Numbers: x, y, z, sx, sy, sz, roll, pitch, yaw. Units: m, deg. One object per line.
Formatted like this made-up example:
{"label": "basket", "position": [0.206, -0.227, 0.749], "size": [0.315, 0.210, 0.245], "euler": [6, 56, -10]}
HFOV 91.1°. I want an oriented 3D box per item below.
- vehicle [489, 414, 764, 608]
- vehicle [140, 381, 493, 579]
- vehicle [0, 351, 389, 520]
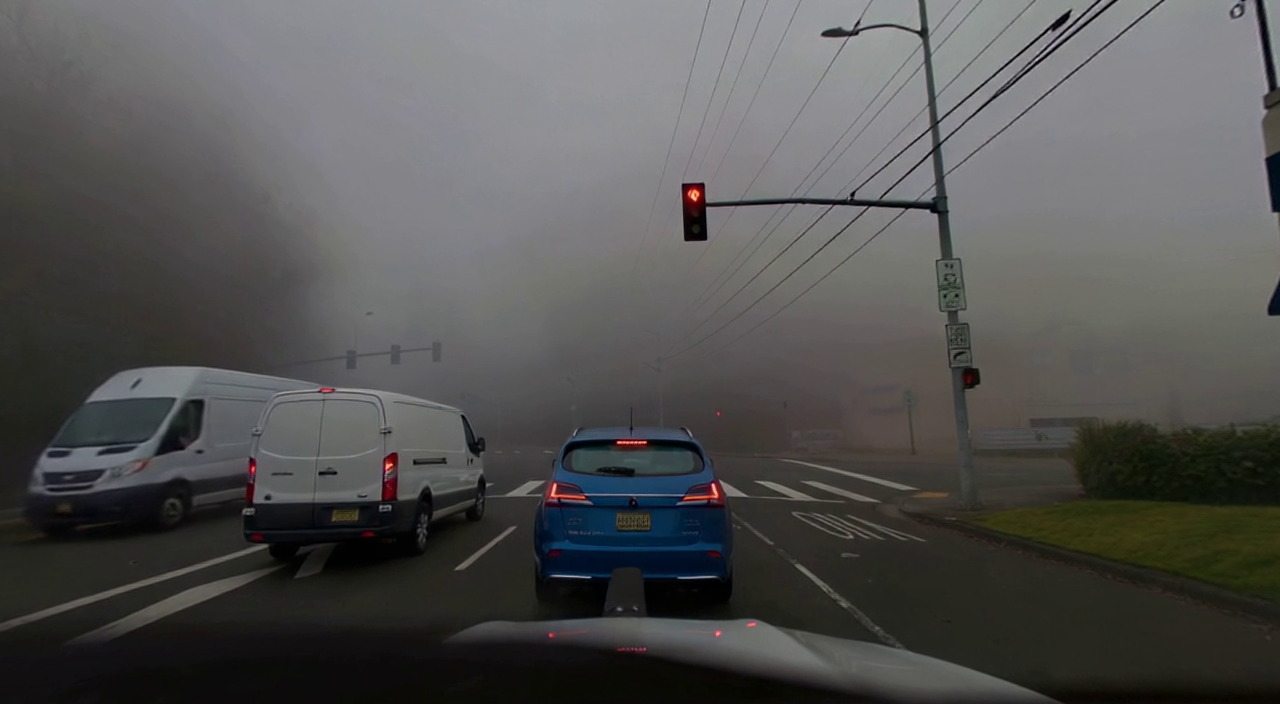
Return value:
{"label": "vehicle", "position": [-0.114, 1.463, 6.769], "size": [2.064, 1.452, 3.942], "euler": [0, -8, 0]}
{"label": "vehicle", "position": [-3.585, 1.515, 8.415], "size": [2.076, 1.820, 5.100], "euler": [0, -8, -1]}
{"label": "vehicle", "position": [-10.885, 2.184, 18.136], "size": [2.973, 3.009, 12.605], "euler": [-3, -6, -4]}
